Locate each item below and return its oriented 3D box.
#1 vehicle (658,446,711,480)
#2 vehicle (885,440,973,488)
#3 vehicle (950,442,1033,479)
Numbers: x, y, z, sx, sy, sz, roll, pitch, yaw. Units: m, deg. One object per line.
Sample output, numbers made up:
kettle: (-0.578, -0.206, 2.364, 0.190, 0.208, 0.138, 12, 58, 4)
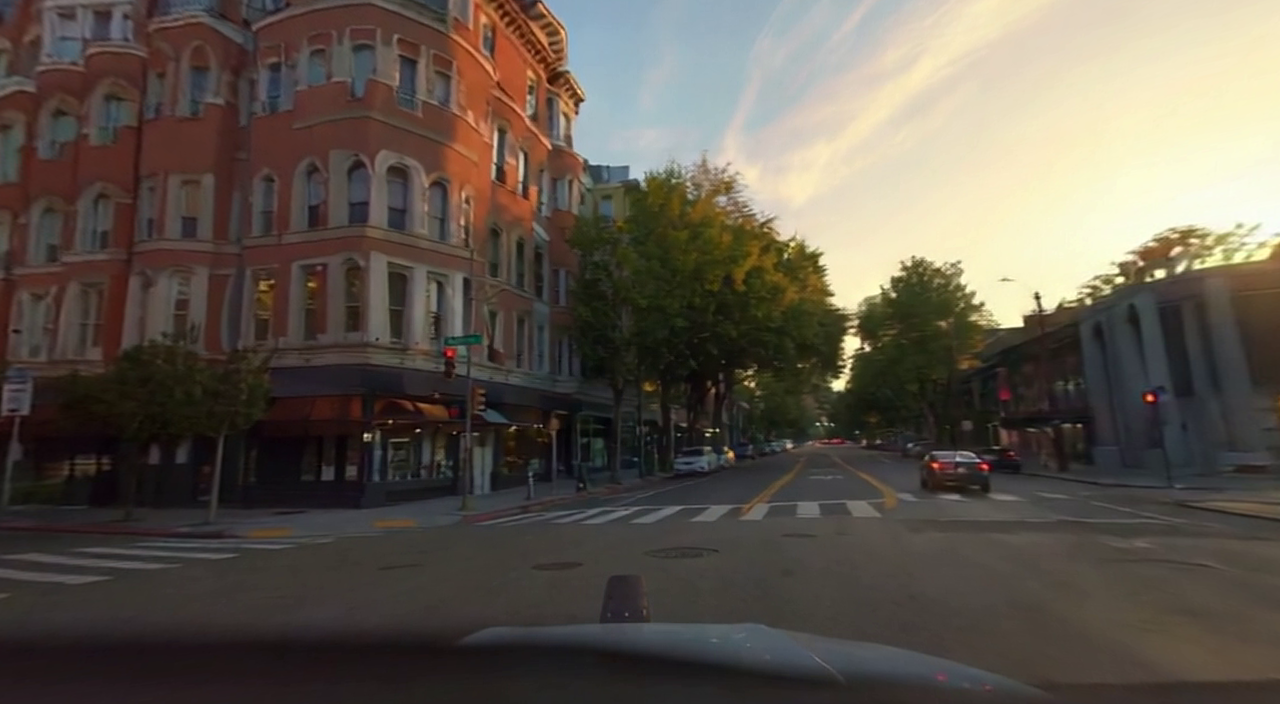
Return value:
vehicle: (2.436, 5.802, 33.380, 2.127, 1.533, 4.547, 0, -7, 13)
vehicle: (9.916, 3.829, 21.952, 2.014, 1.474, 4.090, -2, -9, 14)
vehicle: (15.815, 4.871, 28.611, 1.997, 1.510, 4.455, -2, -9, 12)
